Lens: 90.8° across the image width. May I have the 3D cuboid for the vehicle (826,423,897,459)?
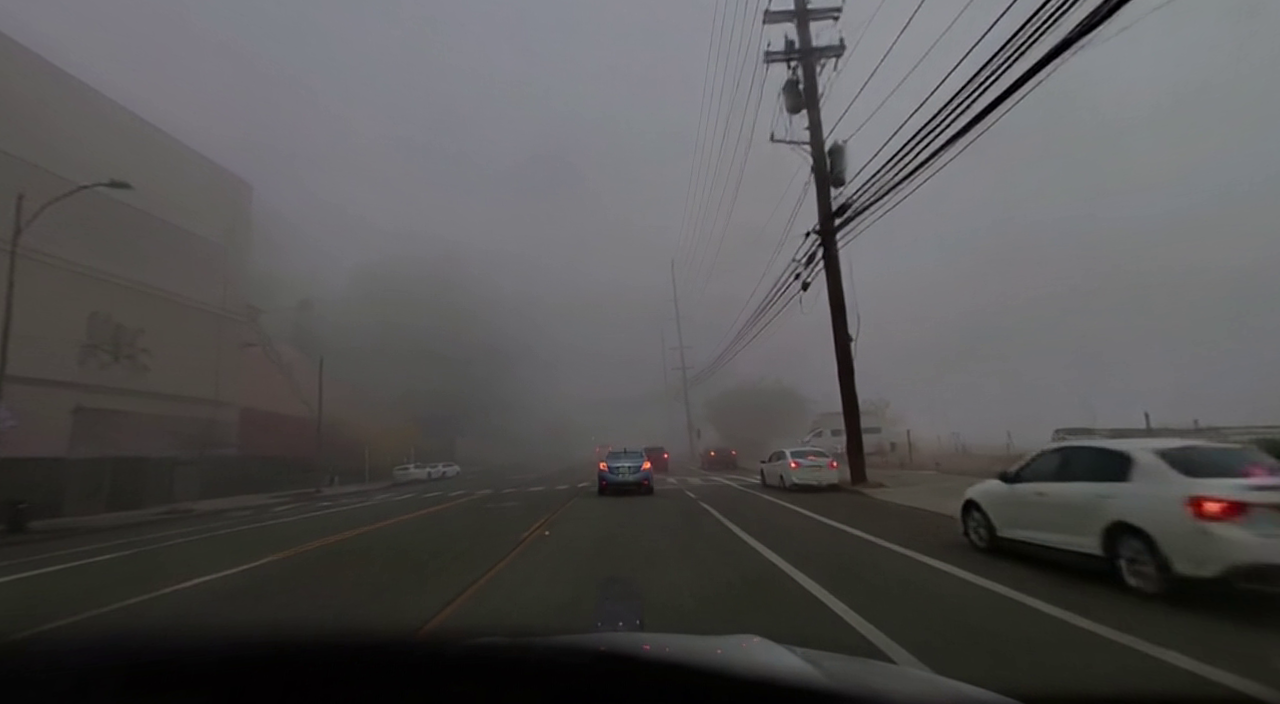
[{"bbox_3d":[14.191,5.779,40.904,2.418,2.139,5.365,0,-8,-2],"label":"vehicle"}]

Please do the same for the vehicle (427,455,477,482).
[{"bbox_3d":[-11.614,7.209,39.326,1.817,1.480,4.282,0,-8,-1],"label":"vehicle"}]

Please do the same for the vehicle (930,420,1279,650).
[{"bbox_3d":[5.184,1.526,6.401,2.108,1.471,4.948,0,-8,-1],"label":"vehicle"}]

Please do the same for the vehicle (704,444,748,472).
[{"bbox_3d":[5.111,6.376,38.224,1.937,1.523,4.541,0,-8,-1],"label":"vehicle"}]

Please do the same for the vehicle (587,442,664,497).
[{"bbox_3d":[-0.396,3.540,19.384,2.116,1.479,3.980,0,-8,0],"label":"vehicle"}]

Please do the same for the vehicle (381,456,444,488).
[{"bbox_3d":[-11.855,6.270,33.212,1.828,1.457,4.371,0,-8,-2],"label":"vehicle"}]

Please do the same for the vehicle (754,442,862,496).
[{"bbox_3d":[5.071,3.585,19.853,1.987,1.459,4.677,0,-9,-1],"label":"vehicle"}]
